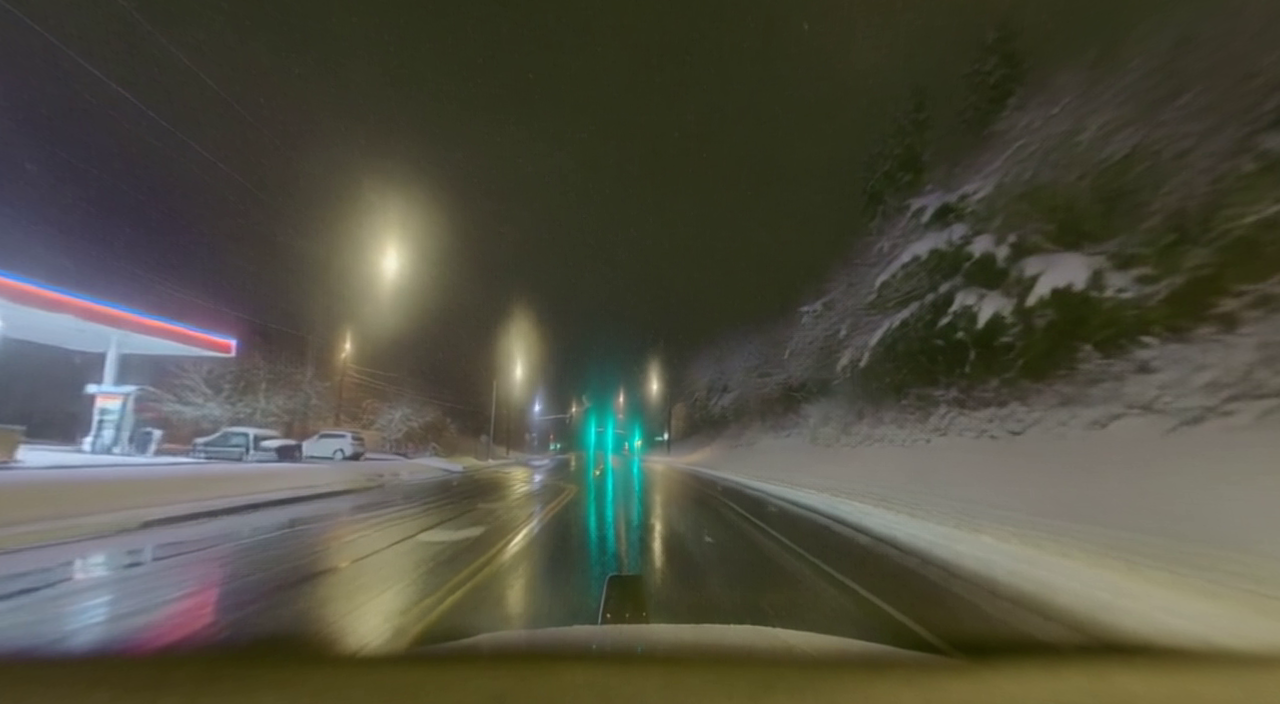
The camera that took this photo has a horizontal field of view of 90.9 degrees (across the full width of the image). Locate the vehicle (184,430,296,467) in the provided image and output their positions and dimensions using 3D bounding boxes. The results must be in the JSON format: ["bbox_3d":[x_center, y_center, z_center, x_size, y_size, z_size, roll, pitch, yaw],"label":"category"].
[{"bbox_3d":[-21.702,5.244,34.320,4.907,1.827,2.121,6,-10,-34],"label":"vehicle"}]

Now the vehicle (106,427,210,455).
[{"bbox_3d":[-27.998,5.186,36.680,4.505,1.523,1.873,8,-12,-42],"label":"vehicle"}]

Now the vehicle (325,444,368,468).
[{"bbox_3d":[-19.319,6.882,41.702,1.885,1.490,4.474,4,-10,-17],"label":"vehicle"}]
